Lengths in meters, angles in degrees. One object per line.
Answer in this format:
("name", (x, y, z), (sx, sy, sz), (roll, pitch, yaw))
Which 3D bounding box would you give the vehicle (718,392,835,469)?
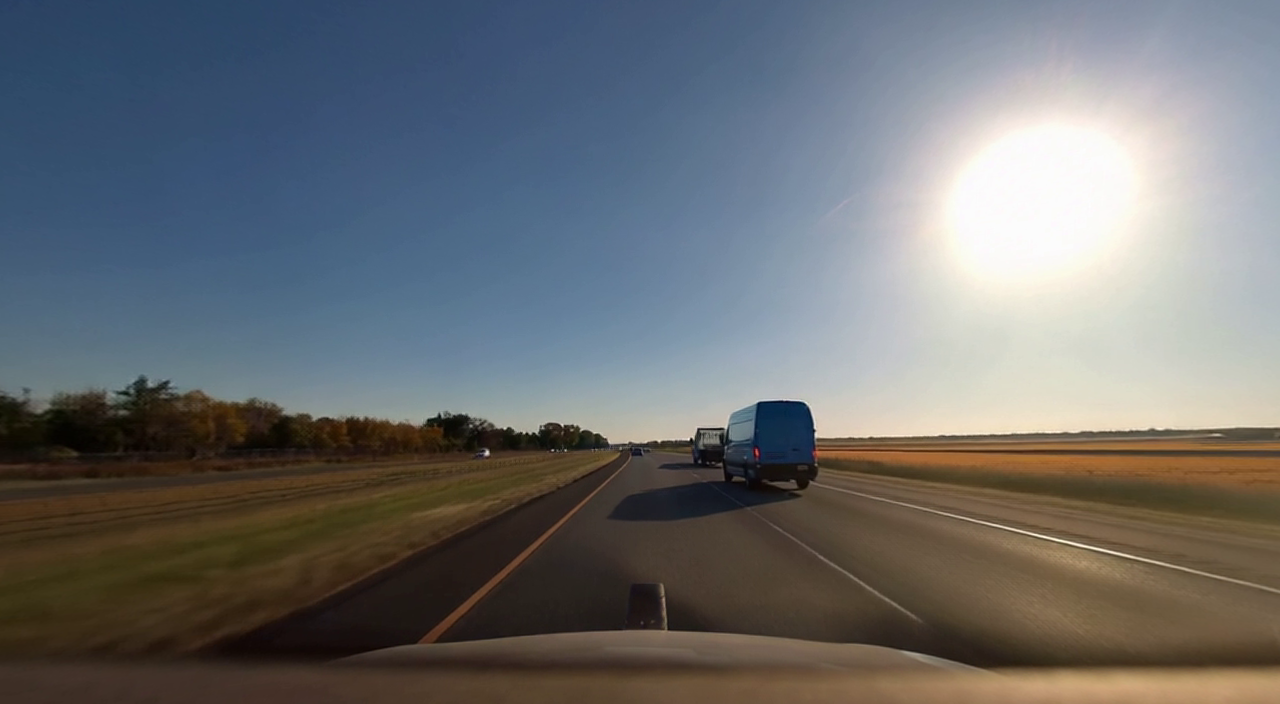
("vehicle", (4.011, 2.553, 19.789), (2.444, 2.053, 5.616), (0, -9, 0))

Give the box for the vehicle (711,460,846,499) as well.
("vehicle", (3.996, 3.888, 19.729), (2.702, 0.824, 6.391), (0, -8, -1))
